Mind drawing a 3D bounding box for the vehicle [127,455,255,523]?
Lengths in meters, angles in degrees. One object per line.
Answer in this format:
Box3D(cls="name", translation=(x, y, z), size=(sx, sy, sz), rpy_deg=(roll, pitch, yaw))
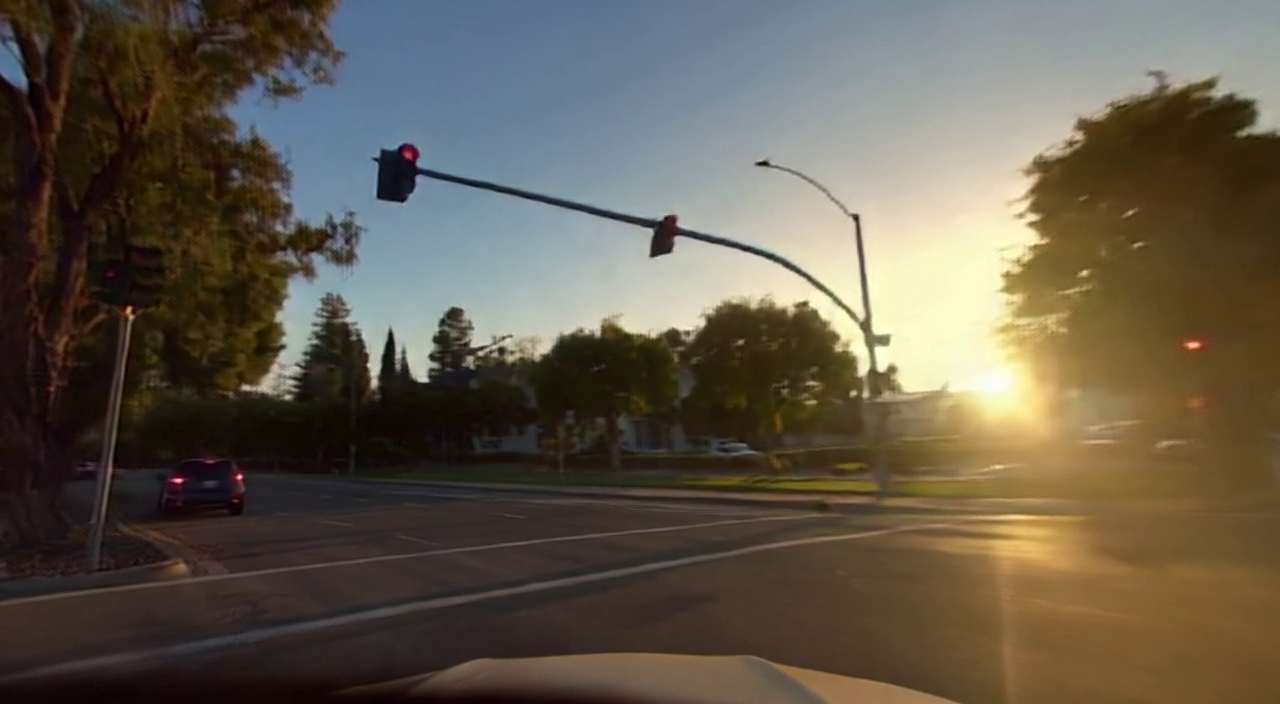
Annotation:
Box3D(cls="vehicle", translation=(-12.733, 3.749, 17.829), size=(4.247, 1.591, 2.093), rpy_deg=(-8, -12, 44))
